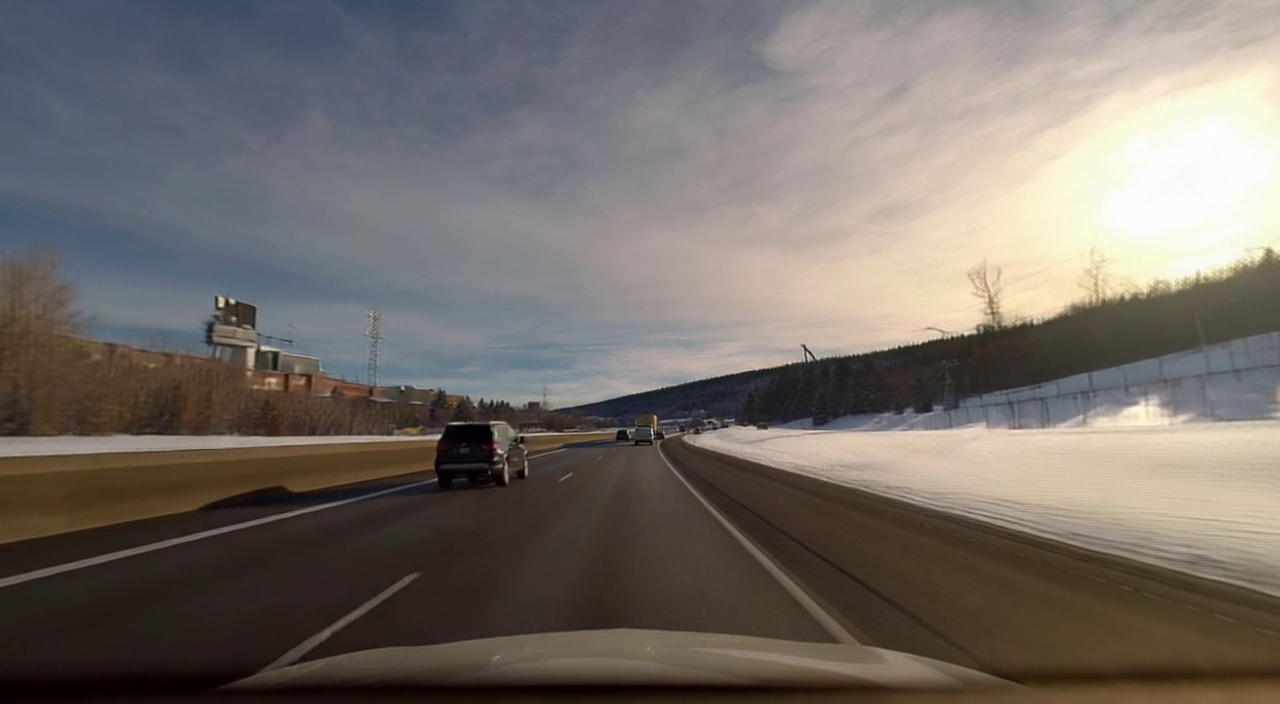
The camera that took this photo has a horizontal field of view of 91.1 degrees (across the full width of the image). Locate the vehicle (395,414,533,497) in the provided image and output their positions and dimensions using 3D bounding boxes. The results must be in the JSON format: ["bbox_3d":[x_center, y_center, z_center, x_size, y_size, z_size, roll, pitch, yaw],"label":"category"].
[{"bbox_3d":[-3.953,2.397,14.992,2.018,1.678,4.312,0,-8,0],"label":"vehicle"}]
